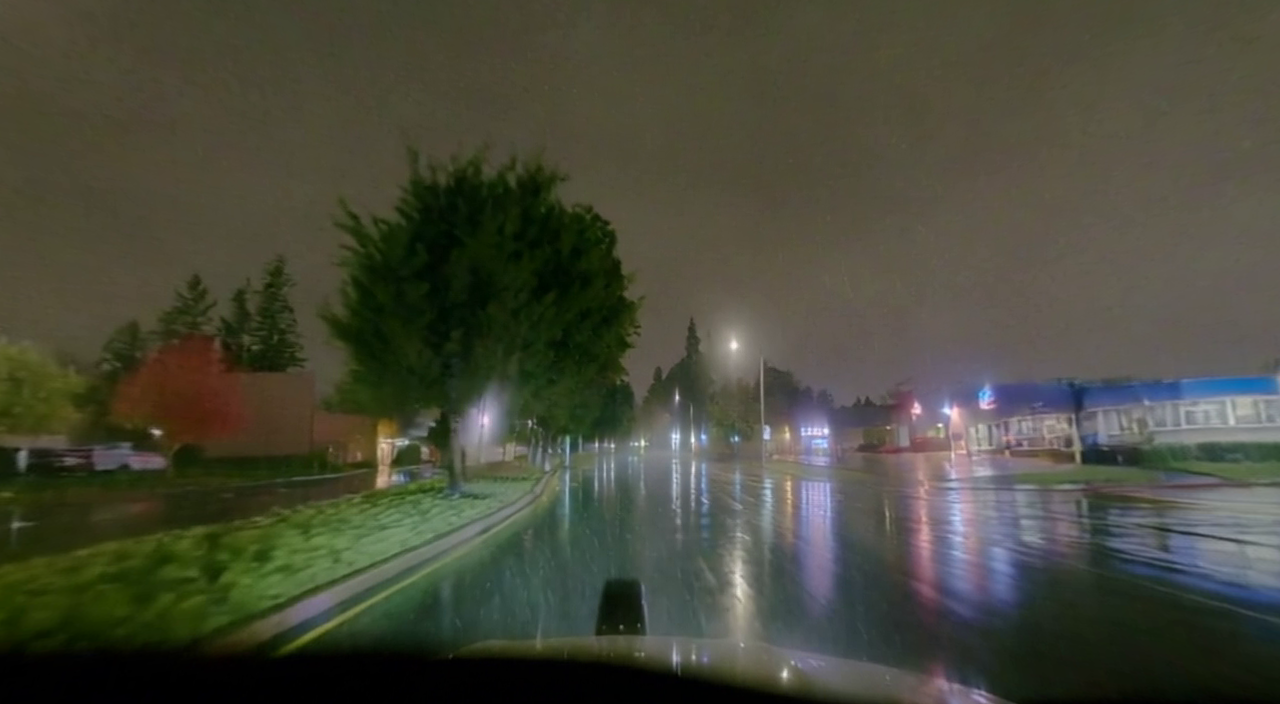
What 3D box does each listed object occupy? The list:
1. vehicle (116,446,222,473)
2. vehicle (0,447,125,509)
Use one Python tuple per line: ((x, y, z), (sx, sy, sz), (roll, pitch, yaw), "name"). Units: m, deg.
((-28.230, 6.430, 37.968), (4.758, 1.499, 2.001), (0, -8, 1), "vehicle")
((-19.360, 3.888, 19.898), (1.906, 1.744, 5.165), (0, -8, 0), "vehicle")
